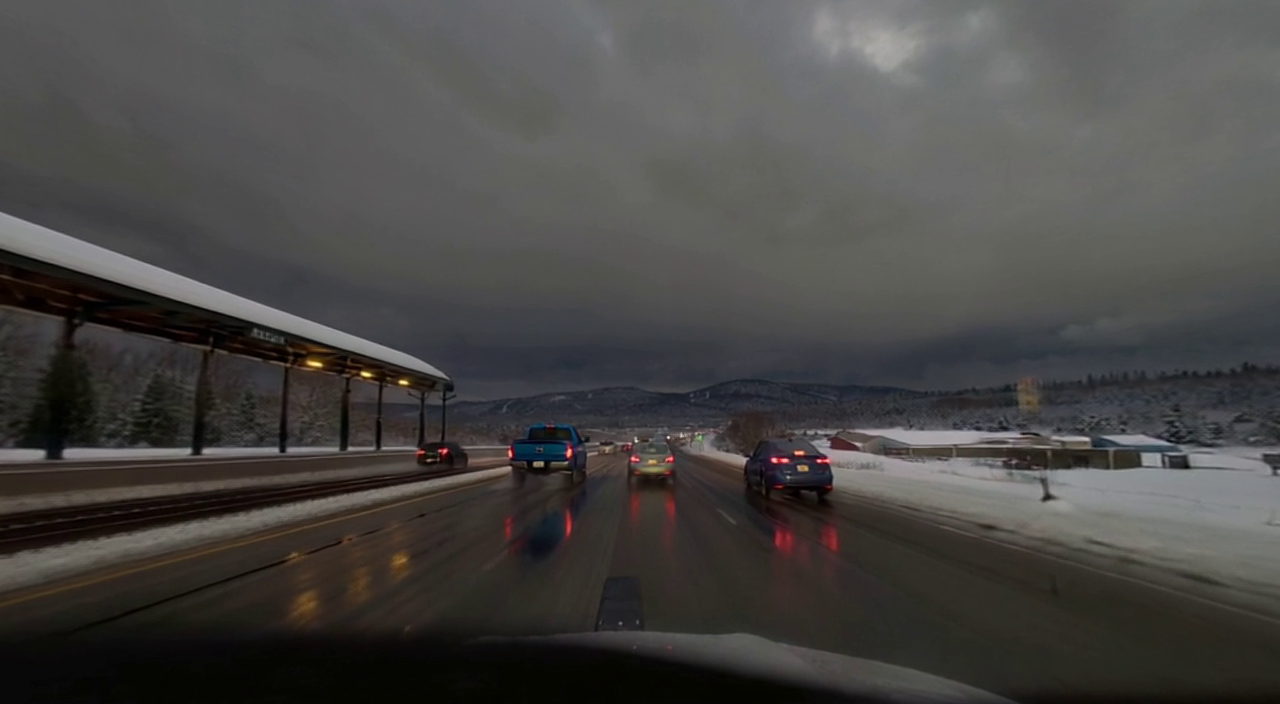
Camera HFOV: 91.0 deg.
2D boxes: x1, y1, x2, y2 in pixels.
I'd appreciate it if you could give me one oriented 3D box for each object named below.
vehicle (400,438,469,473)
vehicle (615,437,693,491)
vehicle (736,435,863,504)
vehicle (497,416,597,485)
[{"bbox_3d":[-10.918,5.507,33.846,2.137,1.728,4.665,0,-8,0],"label":"vehicle"},{"bbox_3d":[0.398,3.450,19.681,2.171,1.493,4.081,0,-8,0],"label":"vehicle"},{"bbox_3d":[3.885,2.948,16.311,2.023,1.510,4.773,0,-8,0],"label":"vehicle"},{"bbox_3d":[-3.287,3.725,24.082,2.733,2.230,6.820,0,-8,0],"label":"vehicle"}]
